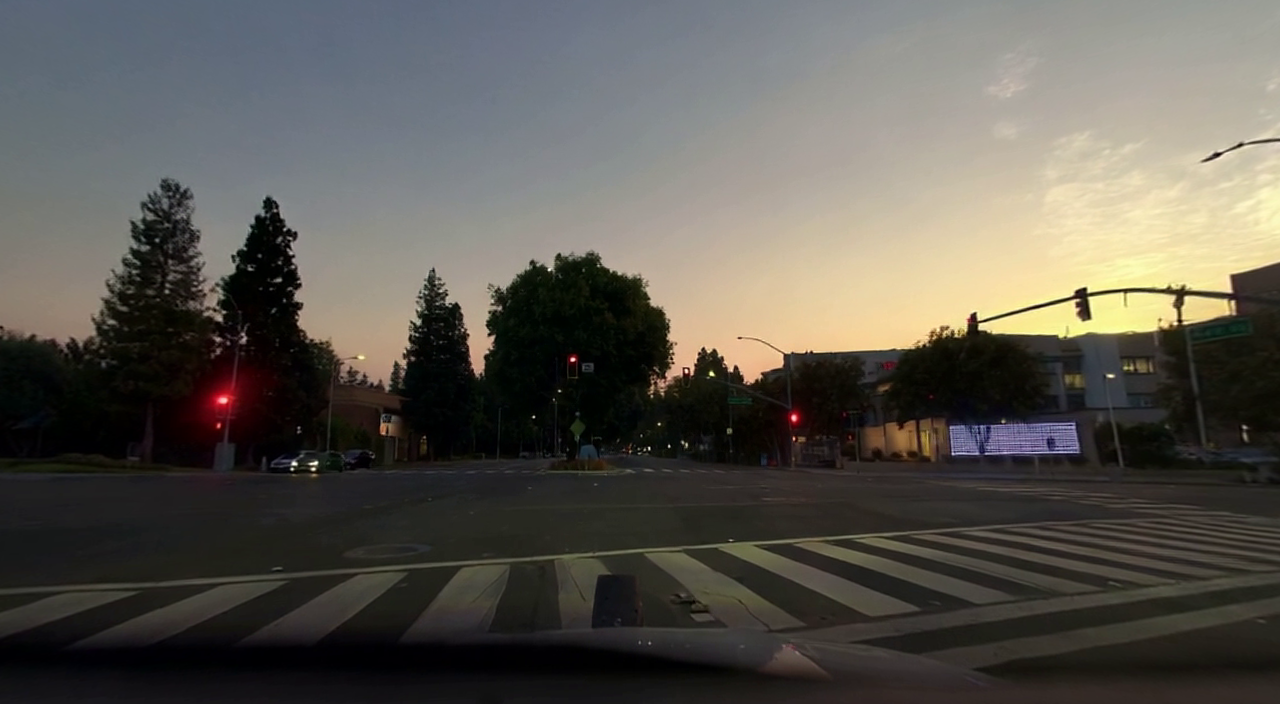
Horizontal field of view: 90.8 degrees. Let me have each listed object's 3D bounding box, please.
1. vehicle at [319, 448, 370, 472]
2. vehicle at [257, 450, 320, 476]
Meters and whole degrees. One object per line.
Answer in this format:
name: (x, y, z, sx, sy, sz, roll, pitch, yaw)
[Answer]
vehicle: (-22.369, 8.158, 48.094, 2.023, 1.706, 4.756, 1, -9, -6)
vehicle: (-21.797, 6.852, 39.366, 2.005, 1.496, 4.020, 1, -9, -7)
